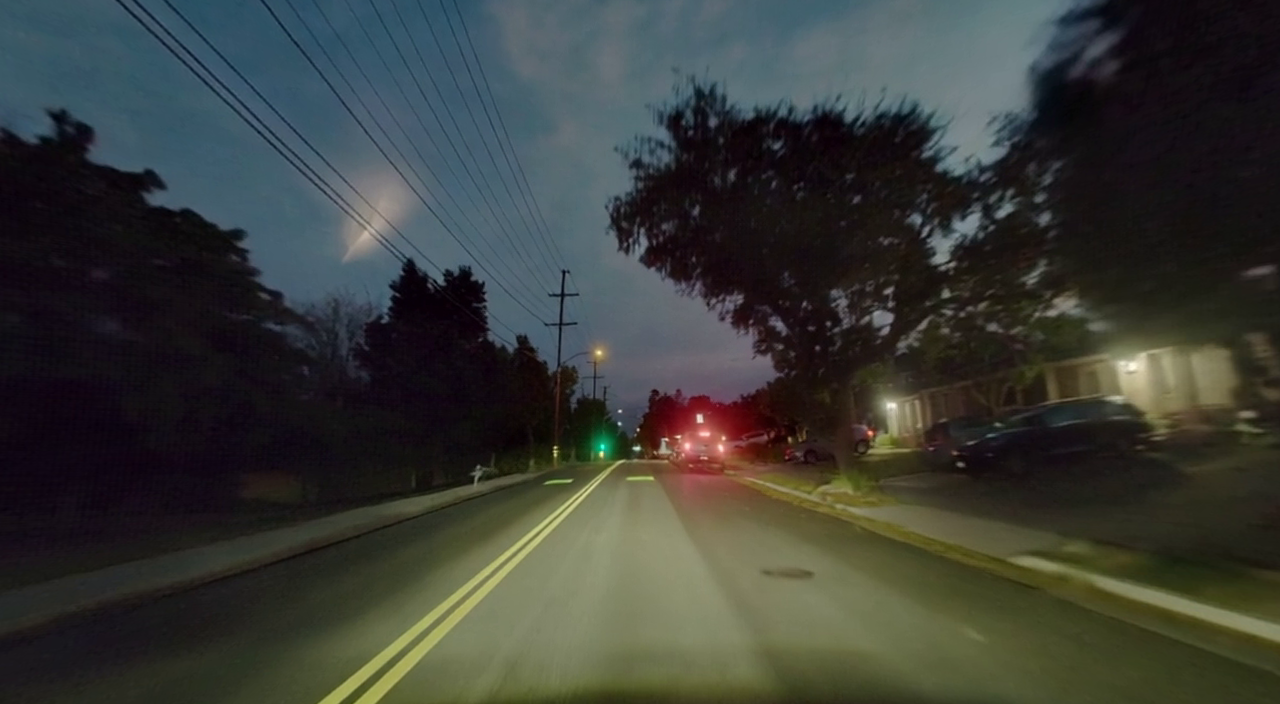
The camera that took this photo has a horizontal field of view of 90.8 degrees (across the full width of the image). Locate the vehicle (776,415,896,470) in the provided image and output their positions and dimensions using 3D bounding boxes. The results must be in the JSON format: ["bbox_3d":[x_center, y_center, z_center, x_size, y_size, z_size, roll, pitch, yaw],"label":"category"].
[{"bbox_3d":[8.522,3.981,27.830,4.418,1.648,2.017,-9,-9,-2],"label":"vehicle"}]

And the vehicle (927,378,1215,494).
[{"bbox_3d":[9.401,1.854,14.049,4.922,1.846,1.941,-6,-8,-5],"label":"vehicle"}]

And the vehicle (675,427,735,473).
[{"bbox_3d":[3.065,4.839,31.272,2.347,2.070,5.735,0,-9,0],"label":"vehicle"}]
